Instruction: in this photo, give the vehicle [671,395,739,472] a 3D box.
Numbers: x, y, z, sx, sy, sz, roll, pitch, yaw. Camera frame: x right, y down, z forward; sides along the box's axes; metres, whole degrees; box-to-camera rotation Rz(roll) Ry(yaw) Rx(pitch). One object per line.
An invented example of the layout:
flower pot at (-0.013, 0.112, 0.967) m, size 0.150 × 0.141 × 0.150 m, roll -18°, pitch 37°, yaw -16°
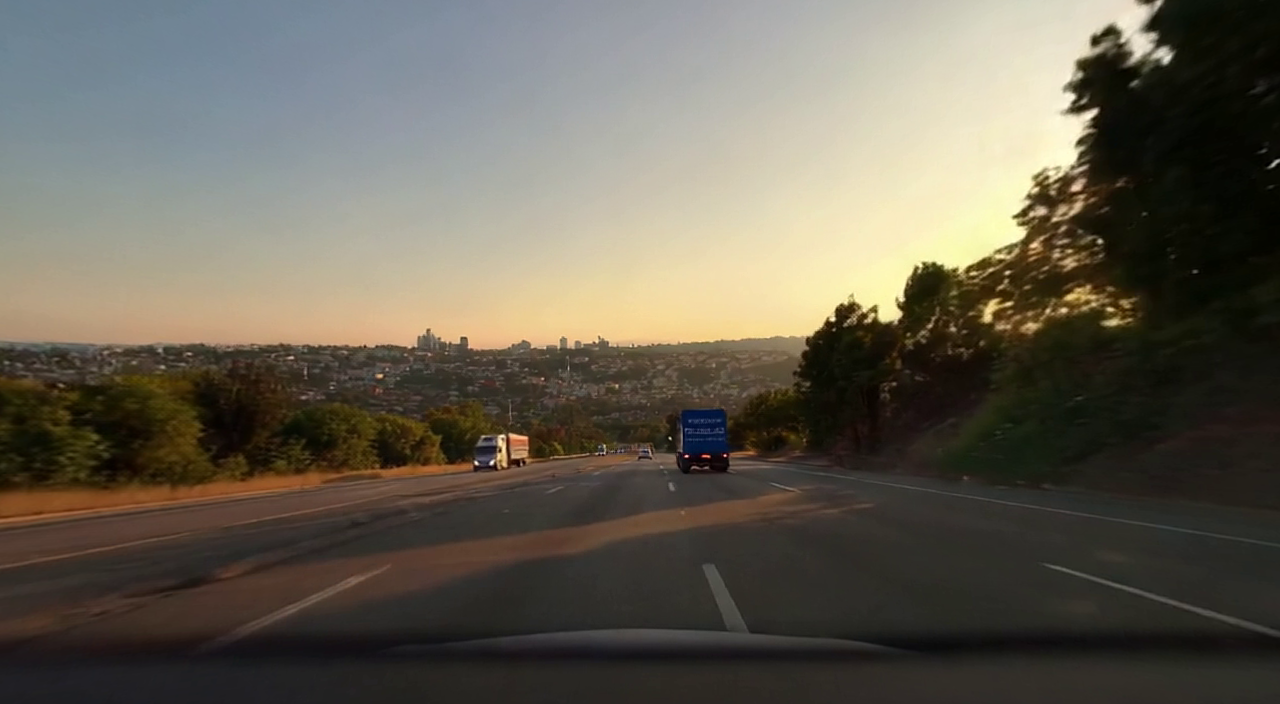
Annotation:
vehicle at (3.916, 5.469, 41.244) m, size 3.341 × 4.269 × 12.252 m, roll 0°, pitch -9°, yaw 1°
